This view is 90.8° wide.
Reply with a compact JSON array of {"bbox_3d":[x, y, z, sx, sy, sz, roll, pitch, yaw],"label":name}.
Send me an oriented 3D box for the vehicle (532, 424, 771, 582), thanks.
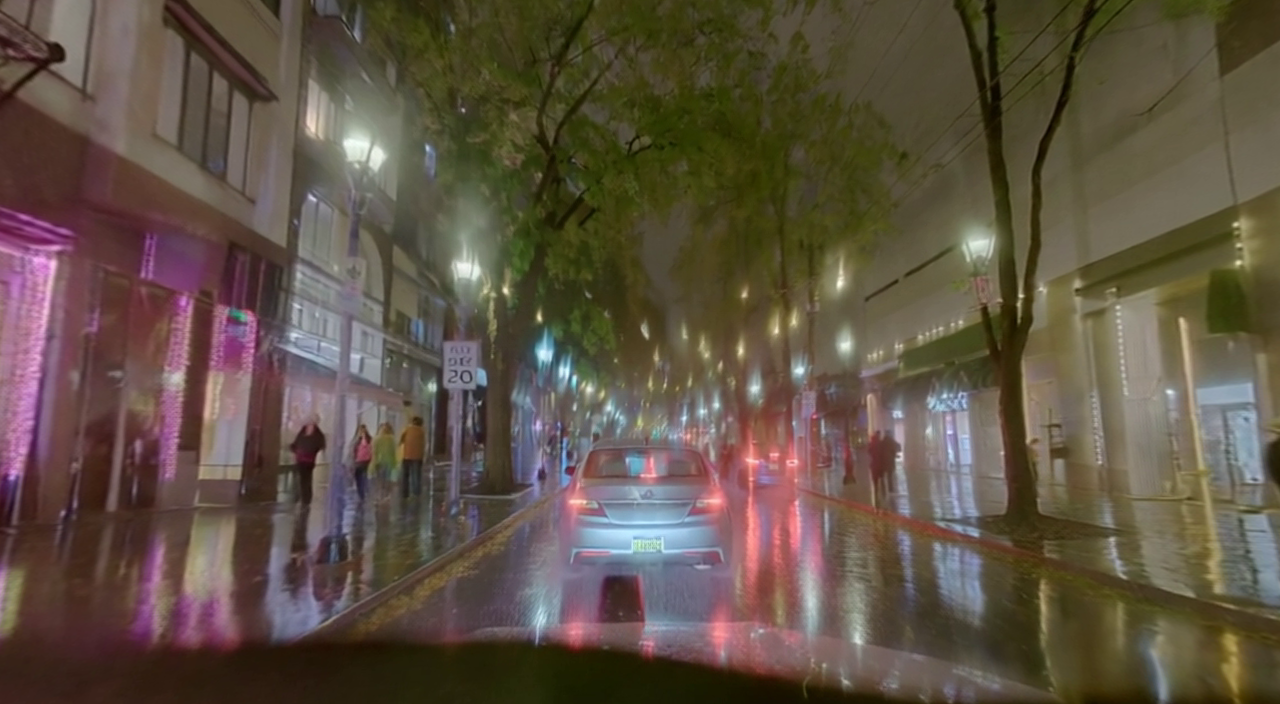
[{"bbox_3d":[0.086,1.742,8.119,2.261,1.474,4.130,0,-8,-1],"label":"vehicle"}]
